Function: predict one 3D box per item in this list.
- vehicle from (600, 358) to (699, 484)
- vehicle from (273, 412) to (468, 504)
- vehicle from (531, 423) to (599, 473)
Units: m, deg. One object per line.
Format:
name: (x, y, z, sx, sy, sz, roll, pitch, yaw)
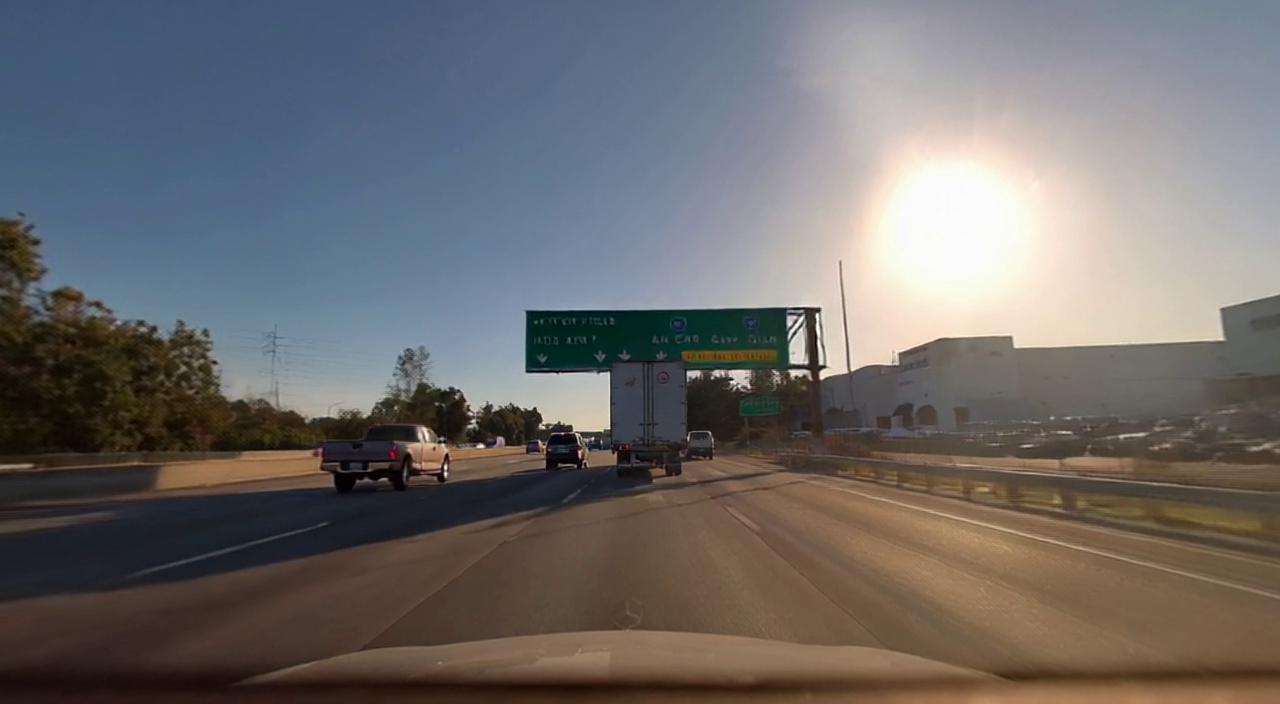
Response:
vehicle: (0.246, 2.787, 23.834, 2.941, 3.794, 9.851, 0, -9, 0)
vehicle: (-6.684, 2.750, 16.750, 2.479, 1.978, 5.952, 0, -9, 1)
vehicle: (-3.332, 4.474, 29.435, 2.379, 2.075, 6.169, 0, -9, 1)
